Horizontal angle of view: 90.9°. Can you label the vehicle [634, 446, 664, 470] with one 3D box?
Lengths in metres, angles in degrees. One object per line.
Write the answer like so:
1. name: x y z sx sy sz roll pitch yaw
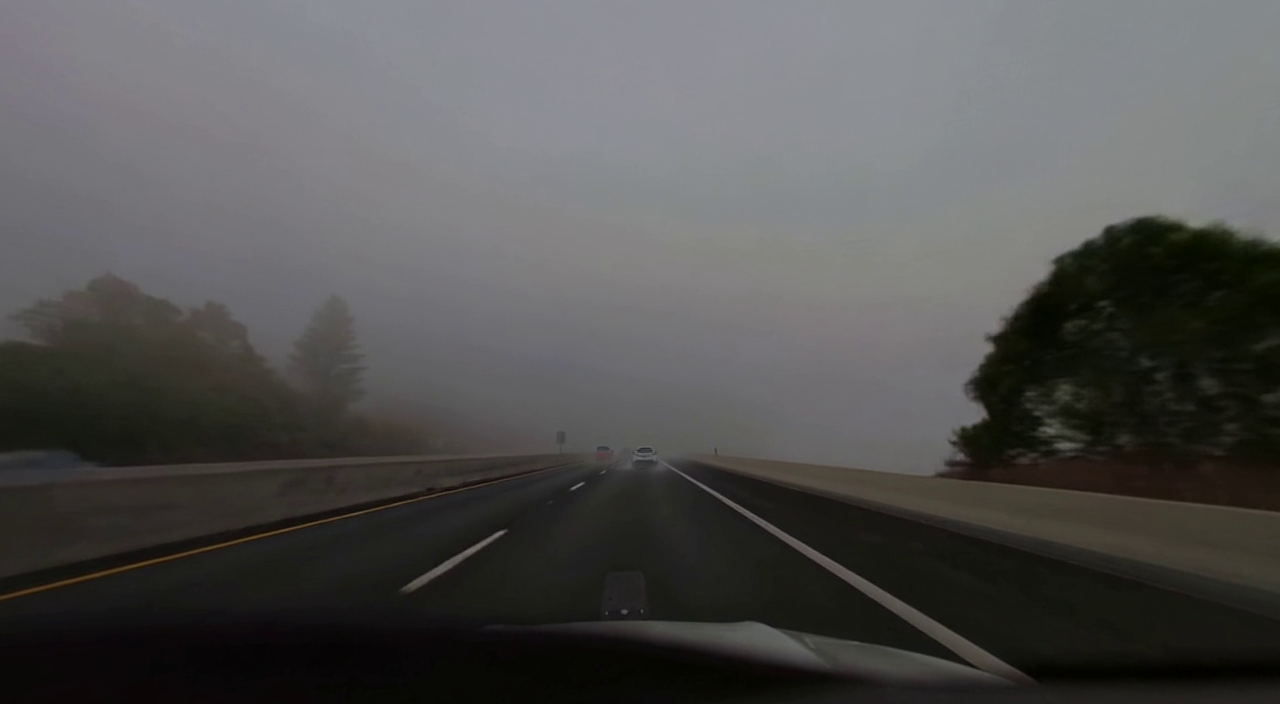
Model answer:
1. vehicle: 0.592 7.038 42.065 1.934 1.488 3.832 0 -9 1
